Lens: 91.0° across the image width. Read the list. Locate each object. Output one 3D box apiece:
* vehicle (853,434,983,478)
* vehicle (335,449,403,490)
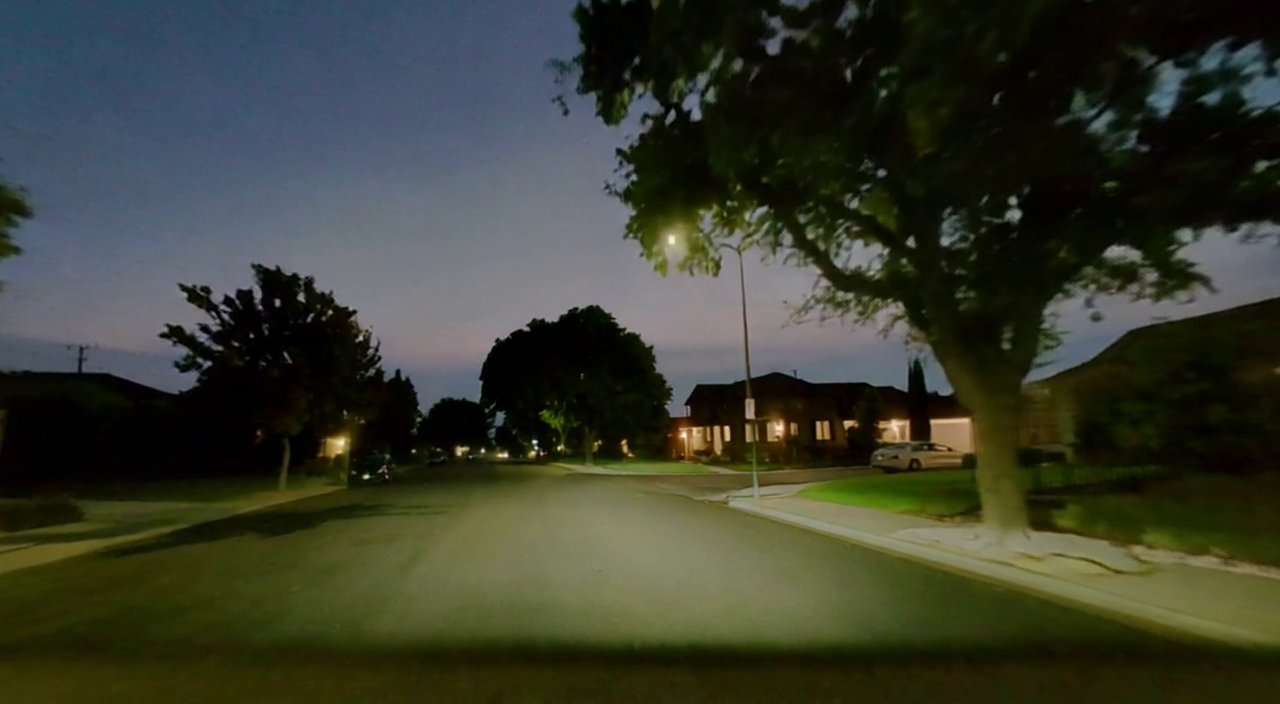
[{"bbox_3d":[12.221,4.539,27.743,4.933,1.817,2.014,2,-8,-15],"label":"vehicle"},{"bbox_3d":[-11.674,5.061,27.408,1.938,1.499,4.290,-1,-9,-13],"label":"vehicle"}]
